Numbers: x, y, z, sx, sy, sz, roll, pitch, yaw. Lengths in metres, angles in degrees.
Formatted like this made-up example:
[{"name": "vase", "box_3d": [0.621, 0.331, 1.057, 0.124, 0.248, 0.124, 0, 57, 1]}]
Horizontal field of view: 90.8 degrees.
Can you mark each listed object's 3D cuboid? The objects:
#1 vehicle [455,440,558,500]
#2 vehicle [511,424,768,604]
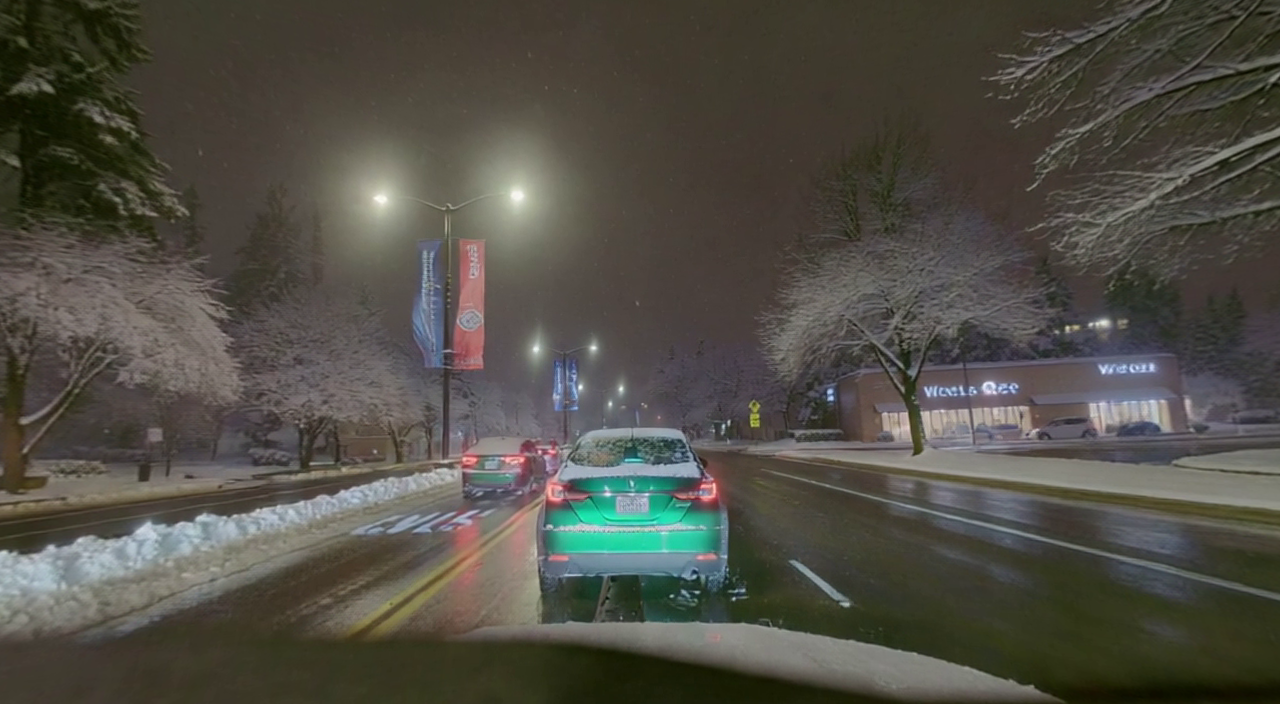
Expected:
[{"name": "vehicle", "box_3d": [-3.512, 3.187, 17.515, 1.952, 1.431, 4.383, 0, -8, -1]}, {"name": "vehicle", "box_3d": [-0.062, 1.641, 7.304, 2.126, 1.475, 3.967, 0, -8, -2]}]
